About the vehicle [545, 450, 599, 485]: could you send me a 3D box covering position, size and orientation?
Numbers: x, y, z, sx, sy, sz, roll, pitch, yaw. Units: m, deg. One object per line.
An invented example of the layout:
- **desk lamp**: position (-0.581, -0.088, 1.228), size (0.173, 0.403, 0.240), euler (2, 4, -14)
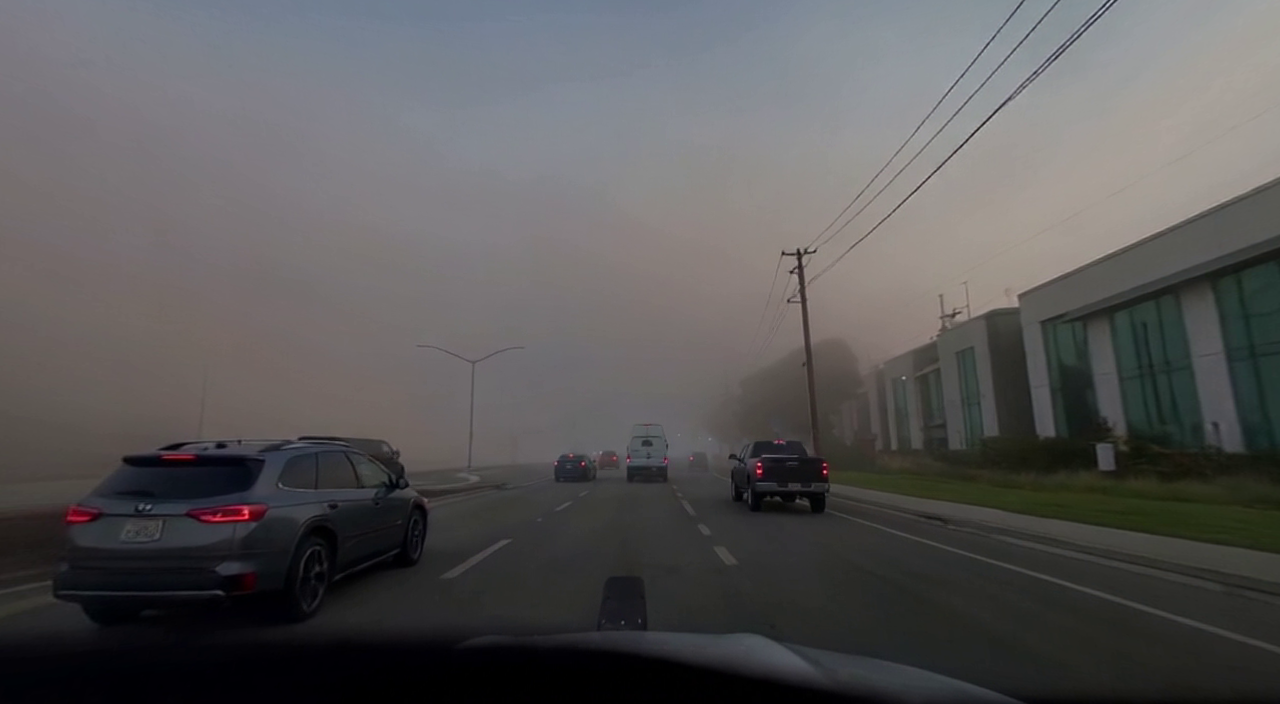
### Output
- **vehicle**: position (-3.241, 5.649, 30.961), size (1.984, 1.567, 4.311), euler (0, -9, 3)

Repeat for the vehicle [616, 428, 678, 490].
- **vehicle**: position (0.458, 4.707, 28.029), size (2.457, 2.440, 5.486), euler (-1, -9, 4)

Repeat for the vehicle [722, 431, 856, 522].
- **vehicle**: position (3.484, 3.006, 15.737), size (2.283, 1.923, 4.427), euler (0, -9, 1)

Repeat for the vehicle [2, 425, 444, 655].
- **vehicle**: position (-3.628, 1.647, 6.488), size (1.934, 1.643, 3.718), euler (0, -9, 1)
